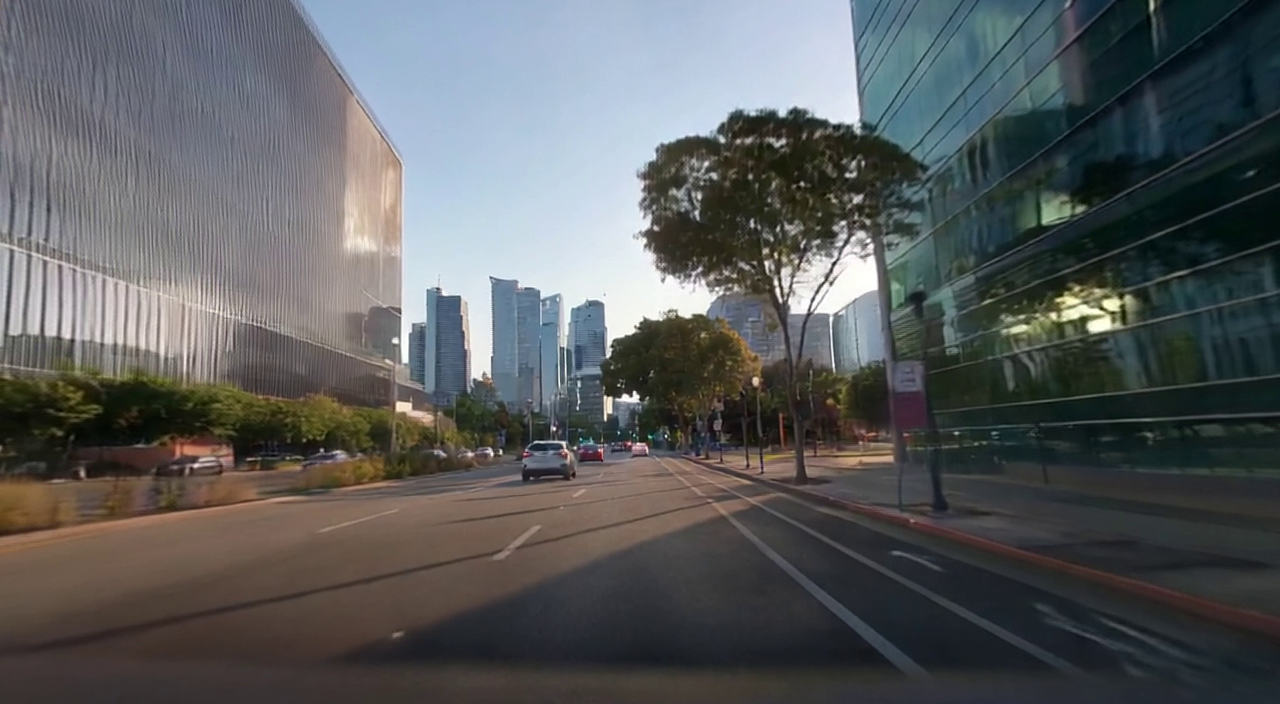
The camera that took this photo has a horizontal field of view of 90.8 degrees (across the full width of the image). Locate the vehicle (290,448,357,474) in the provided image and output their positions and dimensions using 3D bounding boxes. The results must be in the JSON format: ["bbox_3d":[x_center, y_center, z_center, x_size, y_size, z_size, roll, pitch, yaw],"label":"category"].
[{"bbox_3d":[-20.306,6.988,40.750,1.959,1.536,4.455,0,-8,0],"label":"vehicle"}]

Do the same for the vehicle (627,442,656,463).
[{"bbox_3d":[0.107,7.529,47.391,2.102,1.482,4.125,0,-8,0],"label":"vehicle"}]

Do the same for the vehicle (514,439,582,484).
[{"bbox_3d":[-3.389,4.081,23.975,1.983,1.545,3.773,0,-8,0],"label":"vehicle"}]

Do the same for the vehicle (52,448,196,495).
[{"bbox_3d":[-20.360,4.686,25.235,1.900,1.638,4.567,0,-8,-1],"label":"vehicle"}]
